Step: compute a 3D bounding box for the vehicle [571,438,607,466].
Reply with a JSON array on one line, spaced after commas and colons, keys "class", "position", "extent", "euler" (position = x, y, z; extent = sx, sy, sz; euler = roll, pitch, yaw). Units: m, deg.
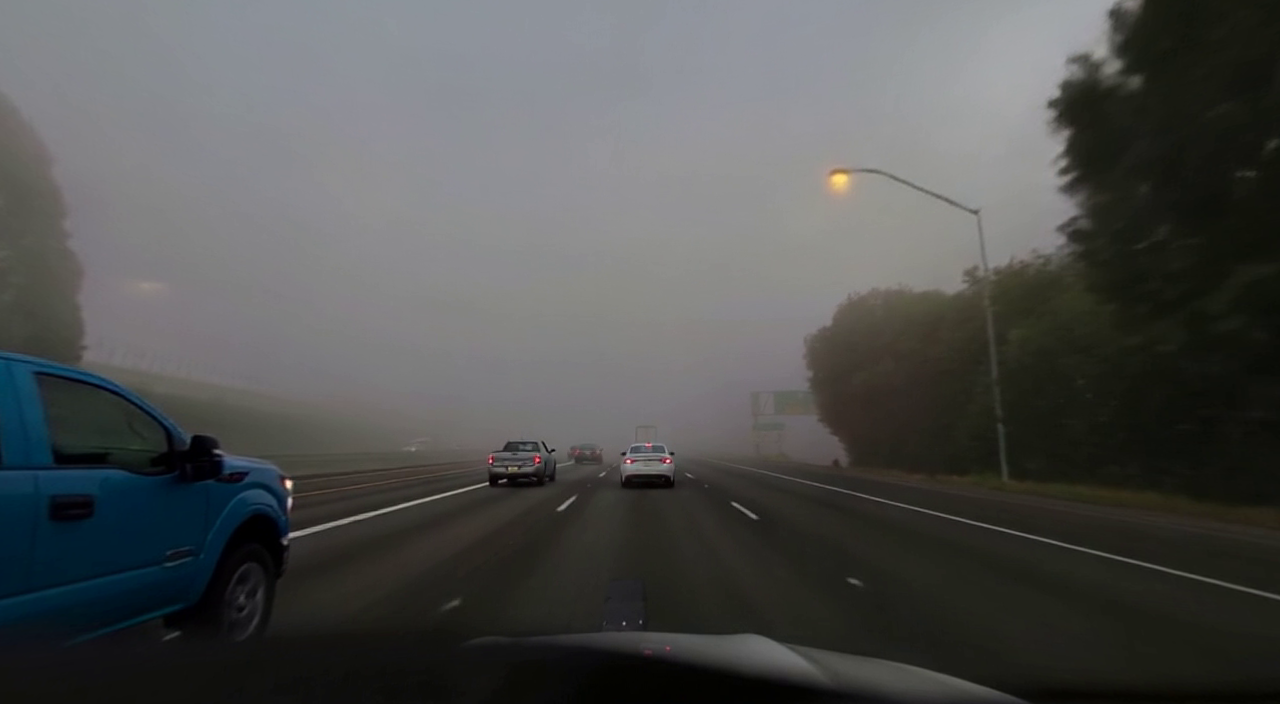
[{"class": "vehicle", "position": [-3.219, 6.429, 40.720], "extent": [1.897, 1.646, 4.049], "euler": [0, -8, 1]}]

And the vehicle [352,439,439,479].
[{"class": "vehicle", "position": [-10.437, 4.578, 27.292], "extent": [1.941, 1.602, 4.277], "euler": [0, -8, 2]}]

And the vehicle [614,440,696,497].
[{"class": "vehicle", "position": [0.380, 3.234, 17.943], "extent": [2.054, 1.421, 4.090], "euler": [0, -8, 0]}]

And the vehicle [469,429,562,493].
[{"class": "vehicle", "position": [-3.654, 3.294, 19.352], "extent": [1.903, 1.721, 4.210], "euler": [0, -8, 1]}]

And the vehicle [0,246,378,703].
[{"class": "vehicle", "position": [-3.459, 0.668, 2.380], "extent": [2.269, 2.060, 5.933], "euler": [0, -8, 1]}]
